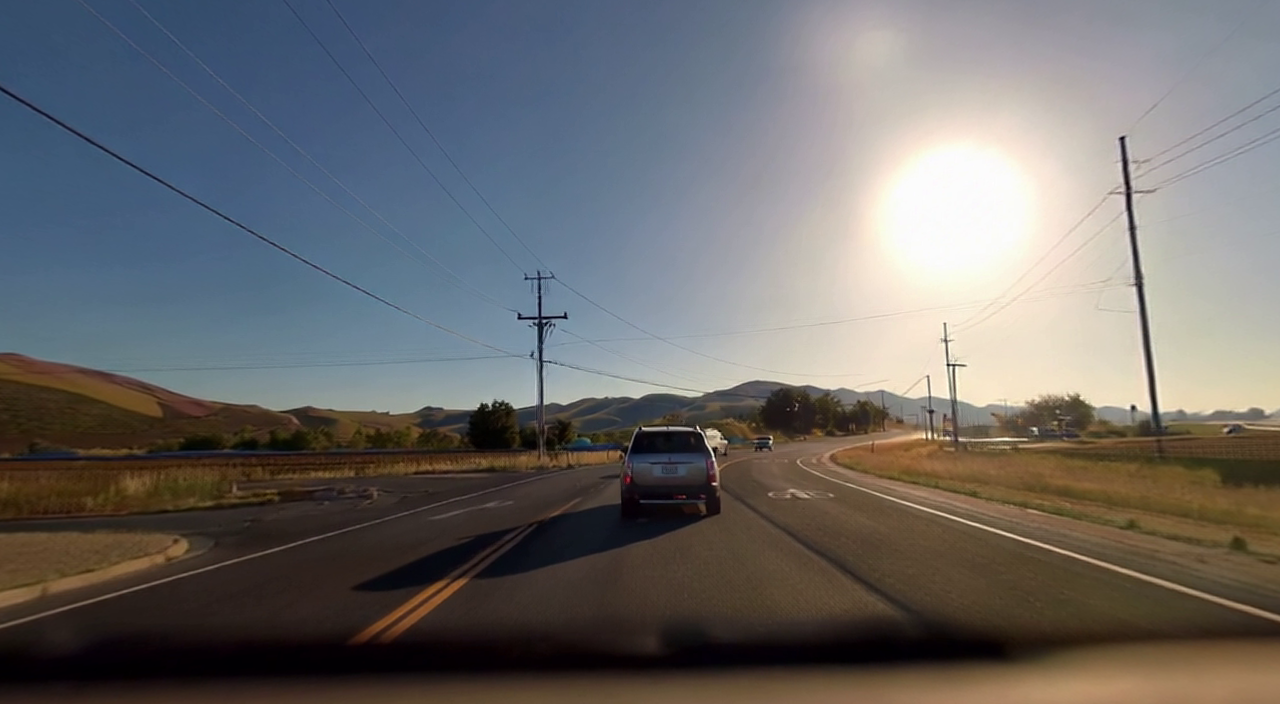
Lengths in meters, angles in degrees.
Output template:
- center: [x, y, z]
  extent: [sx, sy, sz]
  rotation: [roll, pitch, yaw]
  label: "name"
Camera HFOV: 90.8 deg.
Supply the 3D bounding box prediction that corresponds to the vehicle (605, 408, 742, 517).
- center: [0.644, 2.255, 13.291]
  extent: [2.364, 1.859, 4.538]
  rotation: [0, -8, 2]
  label: "vehicle"
